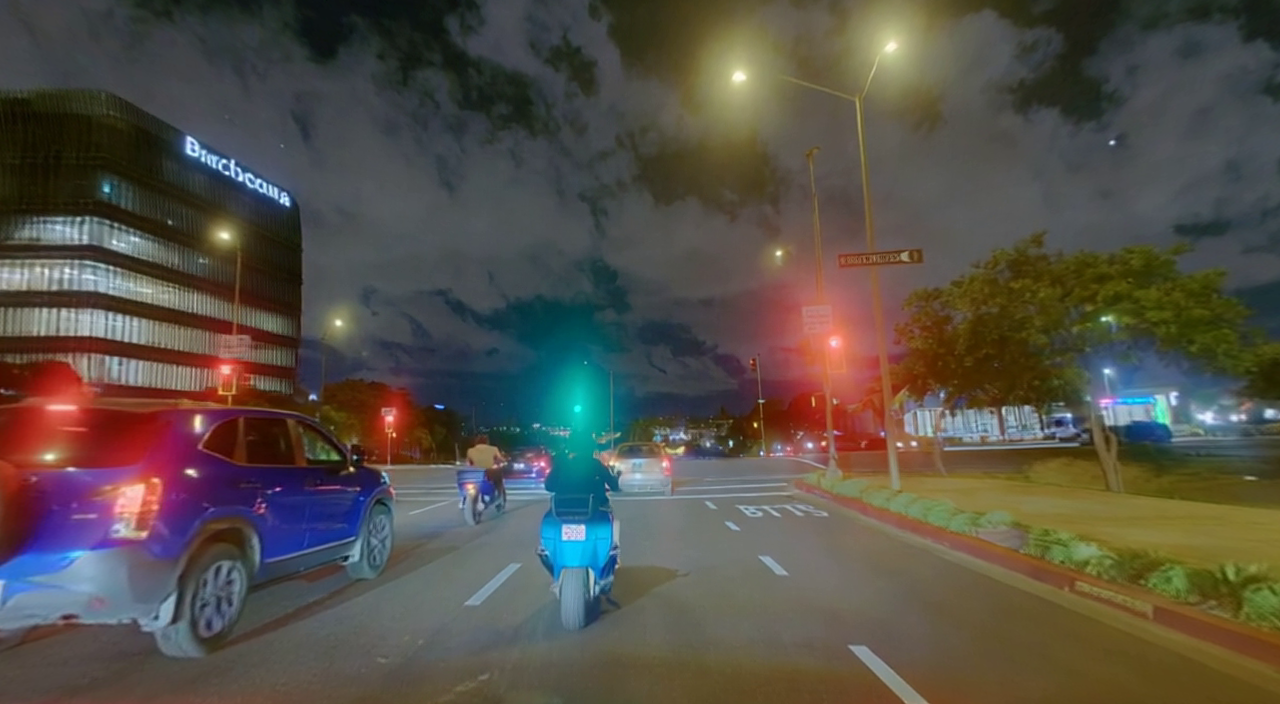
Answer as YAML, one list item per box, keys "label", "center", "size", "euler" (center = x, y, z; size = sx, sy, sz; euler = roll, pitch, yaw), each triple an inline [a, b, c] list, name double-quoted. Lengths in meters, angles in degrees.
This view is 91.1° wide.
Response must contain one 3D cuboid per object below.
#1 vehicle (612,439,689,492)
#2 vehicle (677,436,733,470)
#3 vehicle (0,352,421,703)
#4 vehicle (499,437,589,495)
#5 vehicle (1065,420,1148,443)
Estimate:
- label: "vehicle"
  center: [0.434, 3.498, 19.739]
  size: [2.025, 1.458, 4.085]
  euler: [-1, -8, 6]
- label: "vehicle"
  center: [3.529, 5.367, 33.458]
  size: [2.082, 1.671, 3.992]
  euler: [-3, -9, 20]
- label: "vehicle"
  center: [-3.586, 1.225, 5.042]
  size: [2.000, 1.809, 4.405]
  euler: [0, -8, 1]
- label: "vehicle"
  center: [-2.903, 3.549, 19.866]
  size: [1.935, 1.615, 4.073]
  euler: [-1, -8, 4]
- label: "vehicle"
  center: [30.732, 5.282, 41.432]
  size: [1.751, 1.420, 4.027]
  euler: [8, -12, -42]
